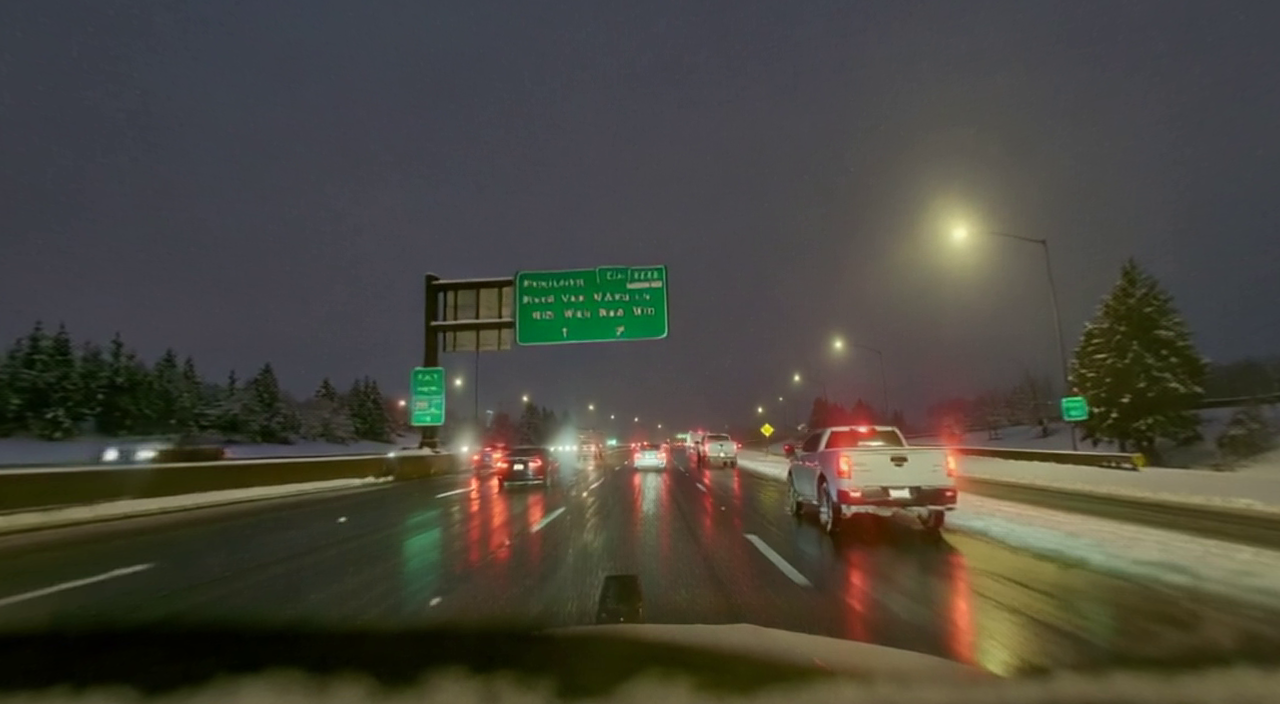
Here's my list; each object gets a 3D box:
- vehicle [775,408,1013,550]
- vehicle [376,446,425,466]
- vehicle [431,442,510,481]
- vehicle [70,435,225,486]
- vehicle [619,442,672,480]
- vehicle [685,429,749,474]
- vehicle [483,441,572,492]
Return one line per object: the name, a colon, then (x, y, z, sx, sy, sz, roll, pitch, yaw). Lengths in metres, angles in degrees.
vehicle: (3.649, 1.925, 10.102, 2.045, 1.768, 4.249, 0, -9, 0)
vehicle: (-18.532, 8.069, 48.900, 1.851, 1.502, 4.485, -1, -9, 3)
vehicle: (-7.287, 4.750, 27.582, 2.065, 1.519, 4.491, 0, -9, 2)
vehicle: (-20.010, 4.432, 25.974, 2.176, 1.901, 5.057, 0, -9, 2)
vehicle: (0.254, 4.627, 26.930, 2.071, 1.478, 4.130, 0, -9, 1)
vehicle: (4.009, 5.371, 34.047, 2.802, 2.151, 6.579, 0, -9, 2)
vehicle: (-3.612, 3.760, 21.049, 1.996, 1.488, 4.451, 0, -9, 2)
